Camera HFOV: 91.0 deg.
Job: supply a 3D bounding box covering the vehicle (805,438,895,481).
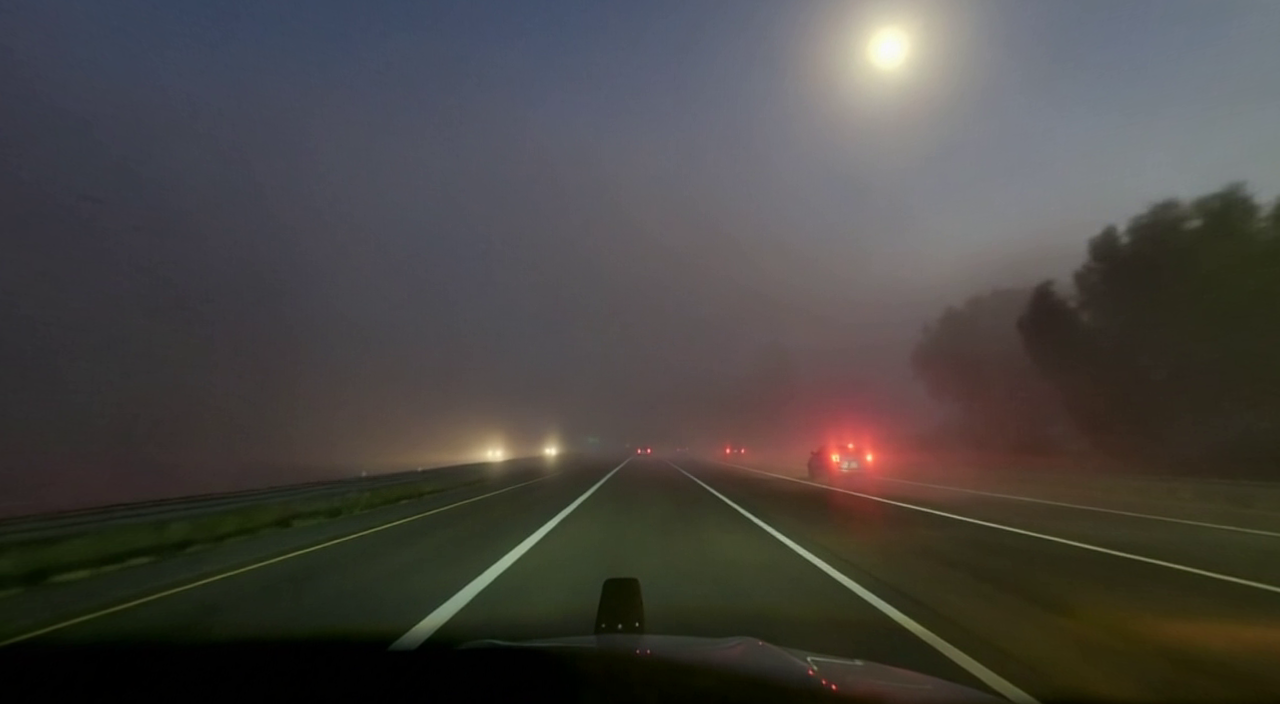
[{"bbox_3d":[8.120,4.183,24.821,1.989,1.526,4.443,0,-9,0],"label":"vehicle"}]
